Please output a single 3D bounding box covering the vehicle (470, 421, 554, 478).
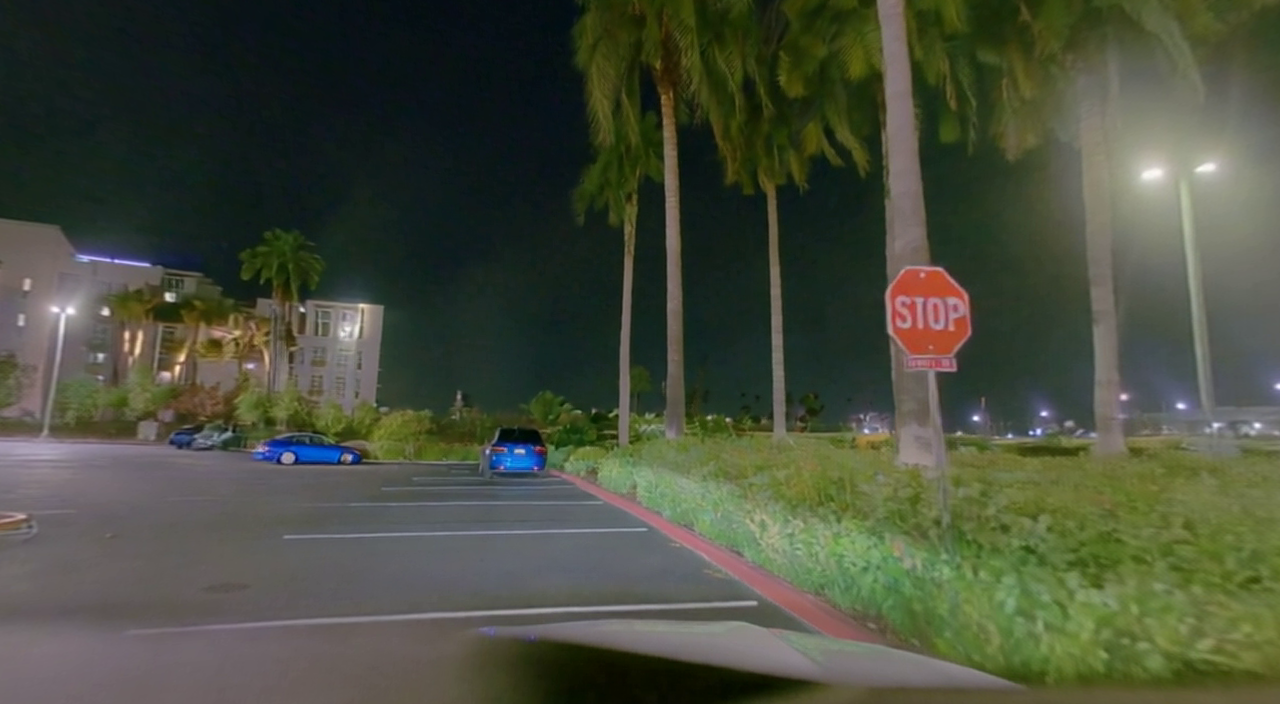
[{"bbox_3d":[-4.439,3.272,21.319,2.071,1.700,4.367,3,-9,-20],"label":"vehicle"}]

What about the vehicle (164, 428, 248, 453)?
[{"bbox_3d":[-29.133,5.967,42.558,4.457,1.552,1.748,5,-10,-33],"label":"vehicle"}]
